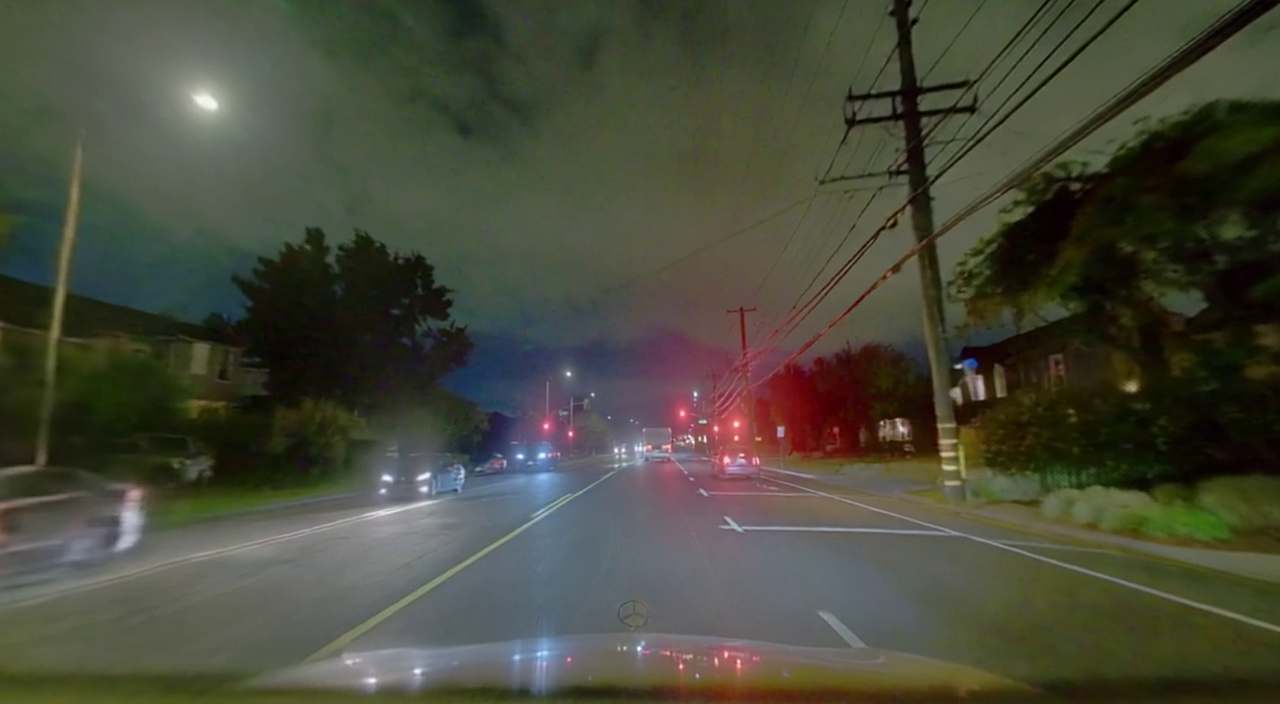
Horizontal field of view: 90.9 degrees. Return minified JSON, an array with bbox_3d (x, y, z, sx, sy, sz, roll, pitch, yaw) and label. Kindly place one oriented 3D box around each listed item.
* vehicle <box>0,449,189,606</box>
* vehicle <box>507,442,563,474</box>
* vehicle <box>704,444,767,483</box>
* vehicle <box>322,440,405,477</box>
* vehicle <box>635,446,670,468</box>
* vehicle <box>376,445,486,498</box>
[{"bbox_3d":[-7.112,1.689,6.074,2.168,1.439,4.457,0,-8,1],"label":"vehicle"},{"bbox_3d":[-6.307,6.444,38.529,2.303,1.789,5.423,-1,-8,2],"label":"vehicle"},{"bbox_3d":[3.889,4.618,26.456,1.951,1.479,4.487,0,-8,0],"label":"vehicle"},{"bbox_3d":[-16.094,6.181,37.114,2.244,1.851,5.751,-2,-8,0],"label":"vehicle"},{"bbox_3d":[0.864,7.119,42.870,2.298,1.359,4.081,0,-8,1],"label":"vehicle"},{"bbox_3d":[-6.848,3.941,21.258,1.997,1.566,4.637,0,-8,2],"label":"vehicle"}]
